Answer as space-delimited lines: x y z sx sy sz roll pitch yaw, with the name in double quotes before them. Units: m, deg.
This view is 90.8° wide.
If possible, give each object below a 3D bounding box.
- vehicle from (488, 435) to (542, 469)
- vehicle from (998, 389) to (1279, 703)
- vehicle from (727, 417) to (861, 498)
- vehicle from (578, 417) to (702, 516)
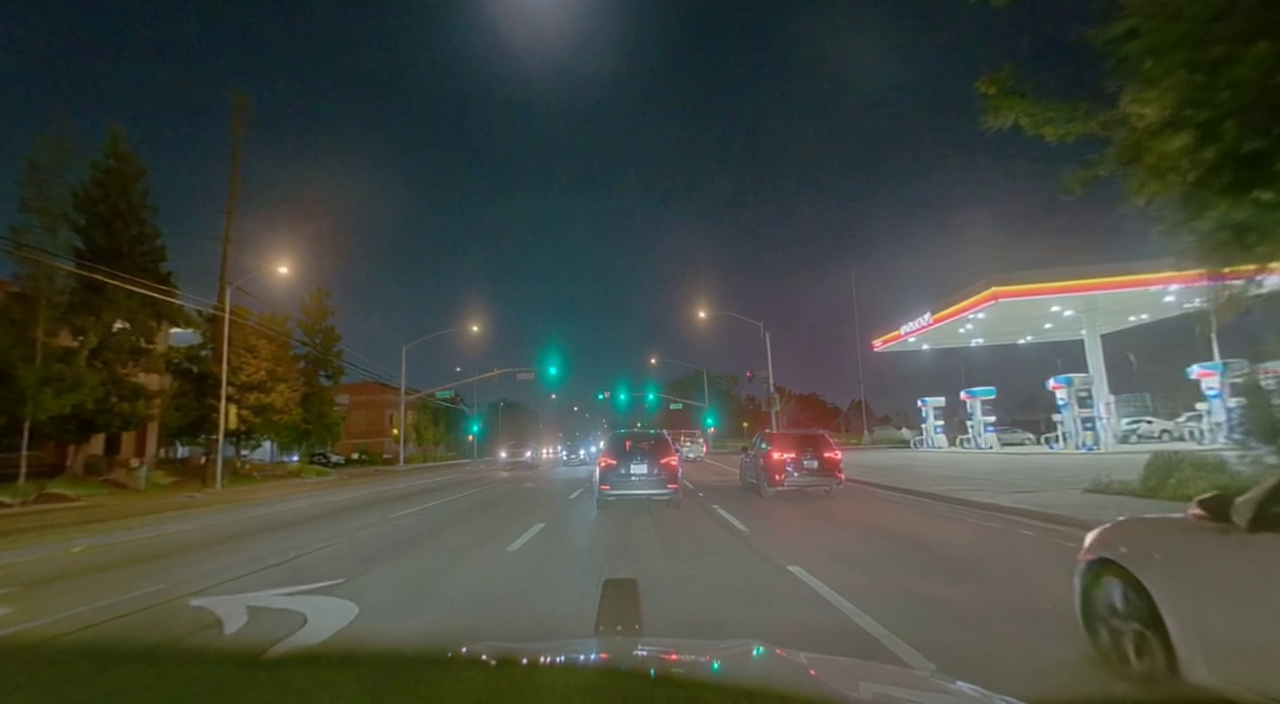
"vehicle" -6.515 5.283 33.529 1.994 1.695 4.471 0 -8 -1
"vehicle" 3.331 0.811 1.892 1.904 1.472 4.358 0 -8 -1
"vehicle" 3.770 2.715 16.586 2.116 1.791 5.006 0 -8 -2
"vehicle" -0.070 2.297 13.061 2.164 1.718 3.881 0 -8 -2
